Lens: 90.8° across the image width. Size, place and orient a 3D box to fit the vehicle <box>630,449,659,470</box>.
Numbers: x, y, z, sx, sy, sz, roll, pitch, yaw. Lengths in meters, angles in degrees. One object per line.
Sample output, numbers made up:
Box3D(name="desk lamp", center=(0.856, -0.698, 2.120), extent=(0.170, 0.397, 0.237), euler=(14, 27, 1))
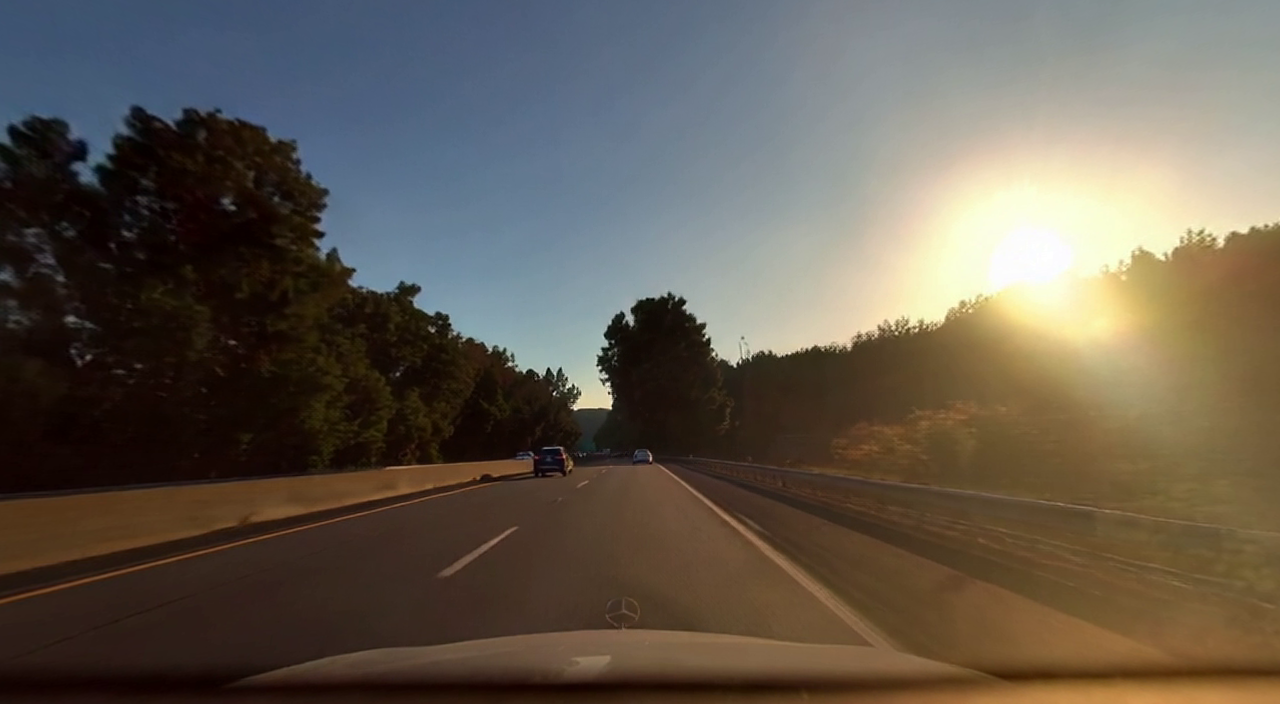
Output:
Box3D(name="vehicle", center=(0.282, 7.831, 46.130), extent=(2.046, 1.452, 4.407), euler=(0, -9, 0))

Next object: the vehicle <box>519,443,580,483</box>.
Box3D(name="vehicle", center=(-4.014, 5.011, 28.726), extent=(2.100, 1.667, 4.223), euler=(0, -9, 1))
